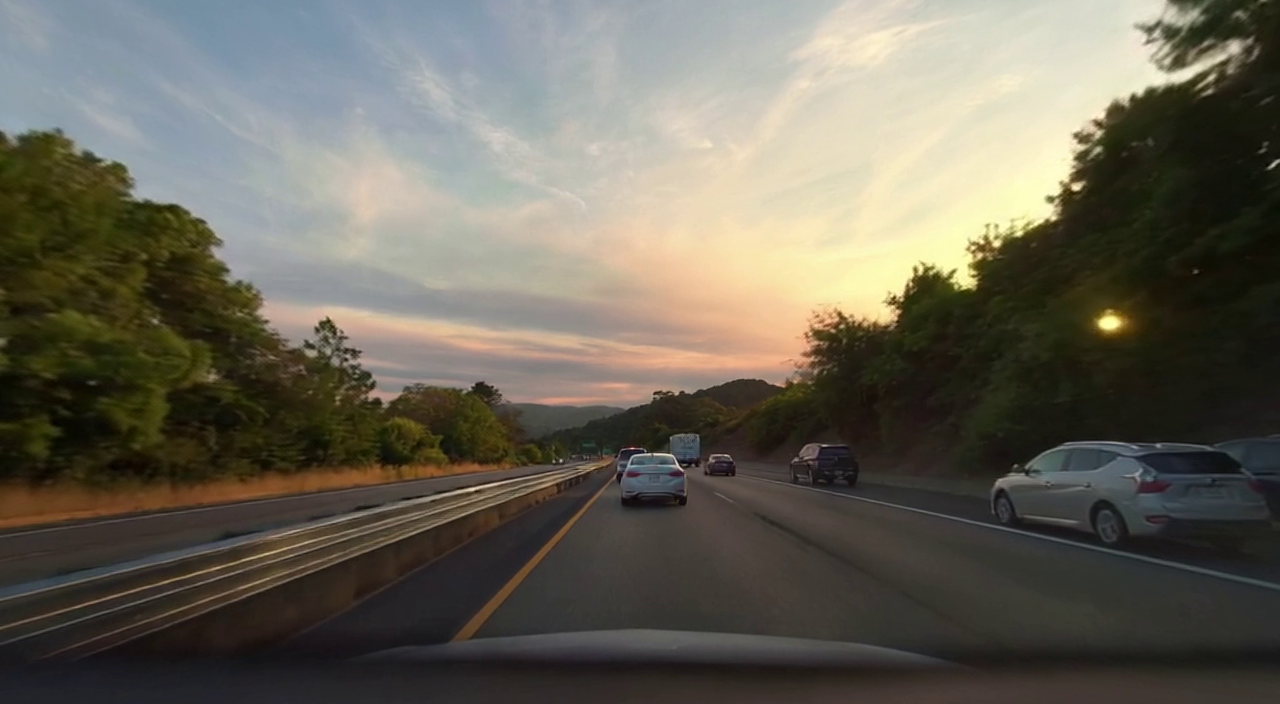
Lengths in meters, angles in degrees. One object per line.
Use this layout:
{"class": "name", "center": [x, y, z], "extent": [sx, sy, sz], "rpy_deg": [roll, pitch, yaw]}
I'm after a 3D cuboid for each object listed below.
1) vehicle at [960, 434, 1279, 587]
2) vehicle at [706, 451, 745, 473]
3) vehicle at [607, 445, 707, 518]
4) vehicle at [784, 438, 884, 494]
{"class": "vehicle", "center": [6.306, 1.886, 8.304], "extent": [1.965, 1.484, 4.090], "rpy_deg": [0, -9, 0]}
{"class": "vehicle", "center": [6.044, 7.803, 44.945], "extent": [1.921, 1.451, 3.841], "rpy_deg": [0, -9, -4]}
{"class": "vehicle", "center": [0.315, 3.003, 15.052], "extent": [2.076, 1.485, 3.774], "rpy_deg": [0, -9, -1]}
{"class": "vehicle", "center": [6.523, 3.889, 21.794], "extent": [1.980, 1.702, 4.235], "rpy_deg": [0, -9, -2]}
